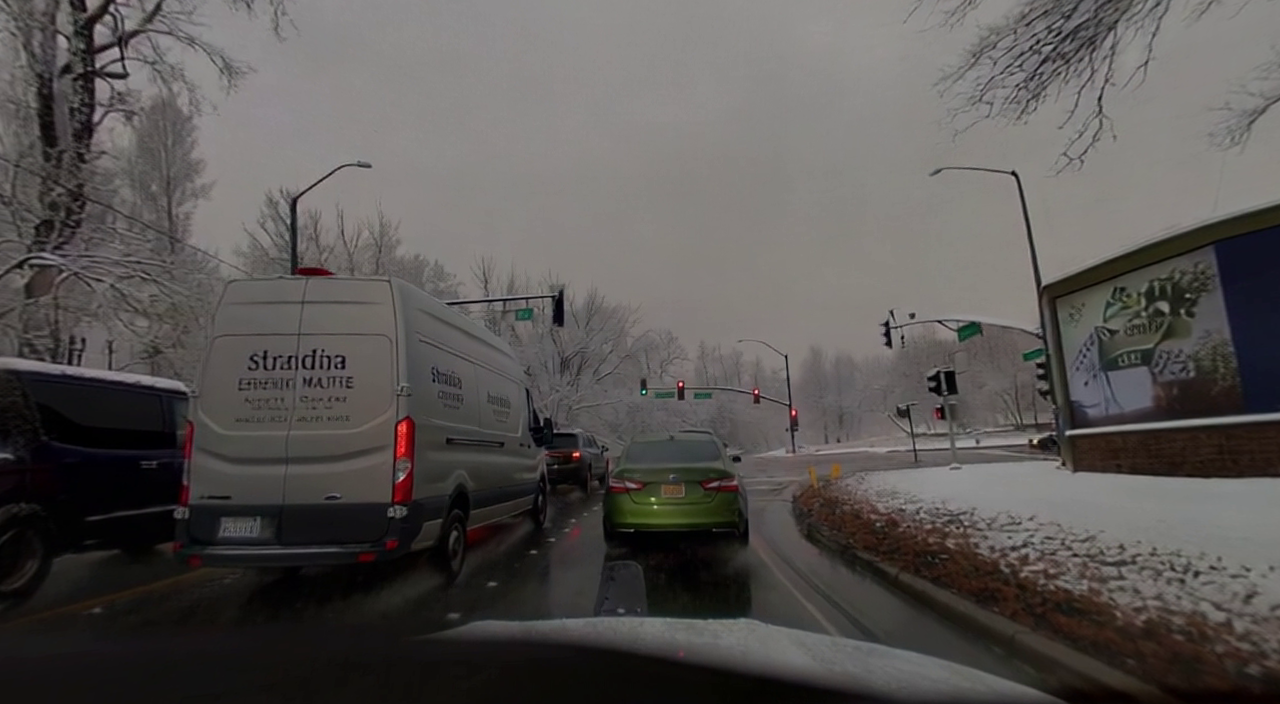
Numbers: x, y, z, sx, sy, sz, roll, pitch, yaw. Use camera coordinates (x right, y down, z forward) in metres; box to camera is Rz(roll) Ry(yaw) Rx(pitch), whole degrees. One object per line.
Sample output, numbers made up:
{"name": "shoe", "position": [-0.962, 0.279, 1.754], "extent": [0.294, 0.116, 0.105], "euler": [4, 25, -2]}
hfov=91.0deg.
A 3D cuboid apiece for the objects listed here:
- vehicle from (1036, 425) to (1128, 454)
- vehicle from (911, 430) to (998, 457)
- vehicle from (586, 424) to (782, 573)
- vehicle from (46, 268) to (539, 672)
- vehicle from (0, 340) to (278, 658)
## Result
{"name": "vehicle", "position": [32.007, 6.371, 45.628], "extent": [5.084, 2.041, 2.360], "euler": [1, -9, -8]}
{"name": "vehicle", "position": [21.942, 6.405, 43.985], "extent": [5.021, 1.848, 2.210], "euler": [1, -9, -9]}
{"name": "vehicle", "position": [0.773, 2.105, 9.929], "extent": [2.398, 1.773, 4.254], "euler": [-1, -8, 7]}
{"name": "vehicle", "position": [-3.040, 1.249, 7.643], "extent": [2.555, 3.035, 5.702], "euler": [0, -8, 1]}
{"name": "vehicle", "position": [-5.925, 1.217, 5.518], "extent": [2.352, 2.333, 5.197], "euler": [0, -8, 0]}
